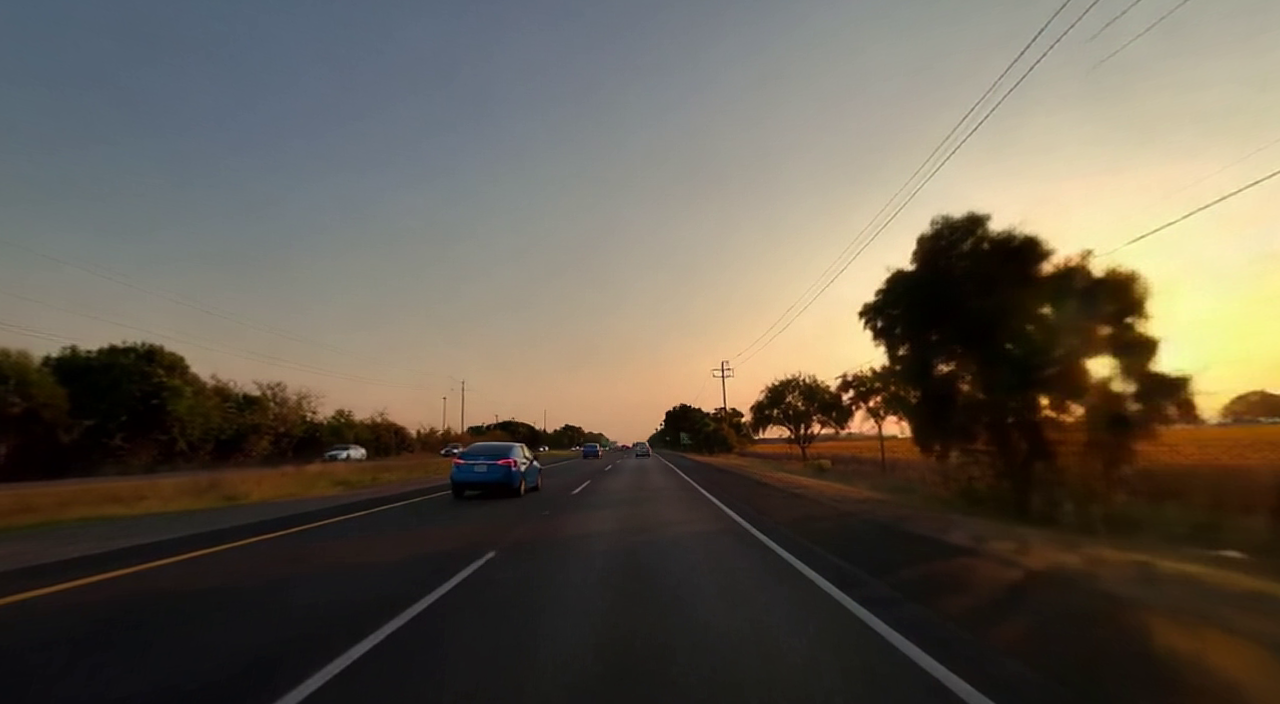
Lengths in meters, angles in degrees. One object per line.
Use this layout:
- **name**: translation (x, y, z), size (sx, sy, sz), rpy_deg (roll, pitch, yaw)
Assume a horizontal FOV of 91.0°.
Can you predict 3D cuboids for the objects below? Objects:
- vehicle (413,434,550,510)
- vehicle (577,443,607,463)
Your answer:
- **vehicle**: translation (-3.729, 2.932, 15.872), size (2.120, 1.597, 4.810), rpy_deg (0, -9, 1)
- **vehicle**: translation (-3.706, 7.916, 49.540), size (1.953, 1.517, 4.407), rpy_deg (0, -9, 0)
